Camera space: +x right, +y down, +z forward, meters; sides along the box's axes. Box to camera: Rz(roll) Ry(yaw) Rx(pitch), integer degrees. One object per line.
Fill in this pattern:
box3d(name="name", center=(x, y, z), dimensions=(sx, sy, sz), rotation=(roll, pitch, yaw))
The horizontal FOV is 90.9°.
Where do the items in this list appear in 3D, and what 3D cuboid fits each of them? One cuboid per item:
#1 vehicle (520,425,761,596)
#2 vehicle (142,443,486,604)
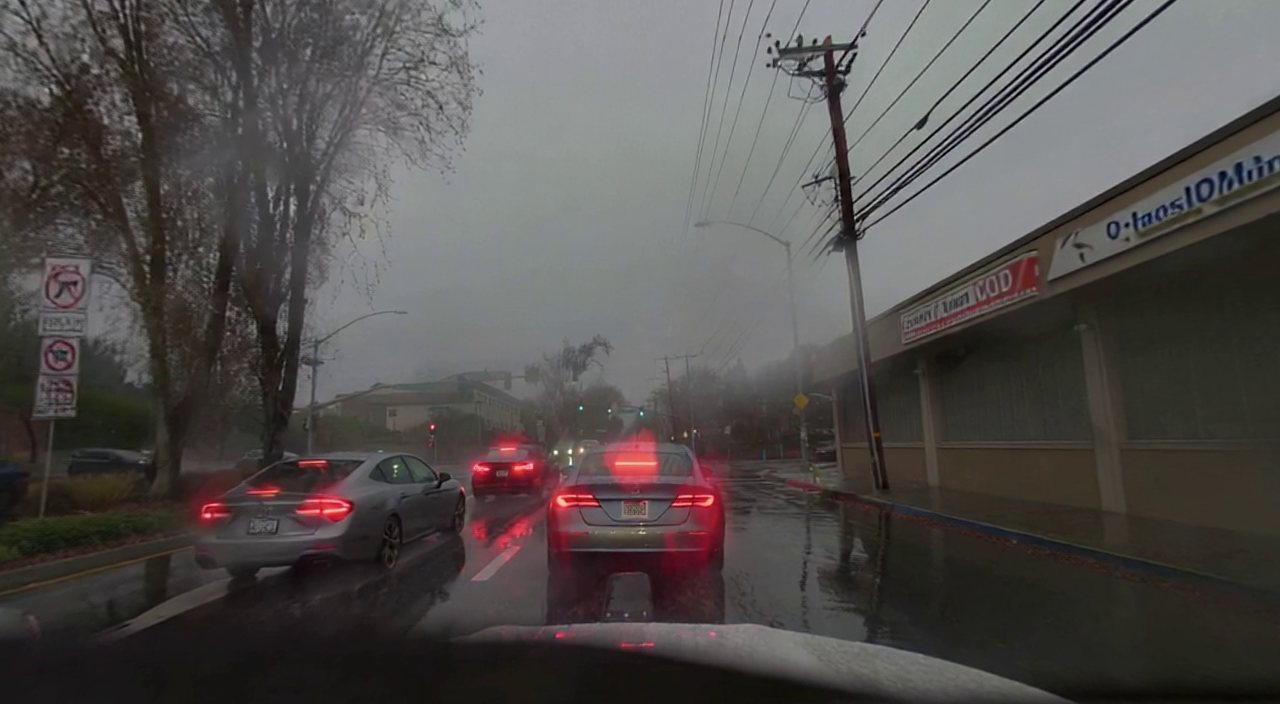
box3d(name="vehicle", center=(-0.010, 1.680, 7.538), dimensions=(2.101, 1.469, 3.955), rotation=(0, -9, 0))
box3d(name="vehicle", center=(-3.231, 1.741, 7.325), dimensions=(1.765, 1.319, 4.013), rotation=(0, -9, 2))
